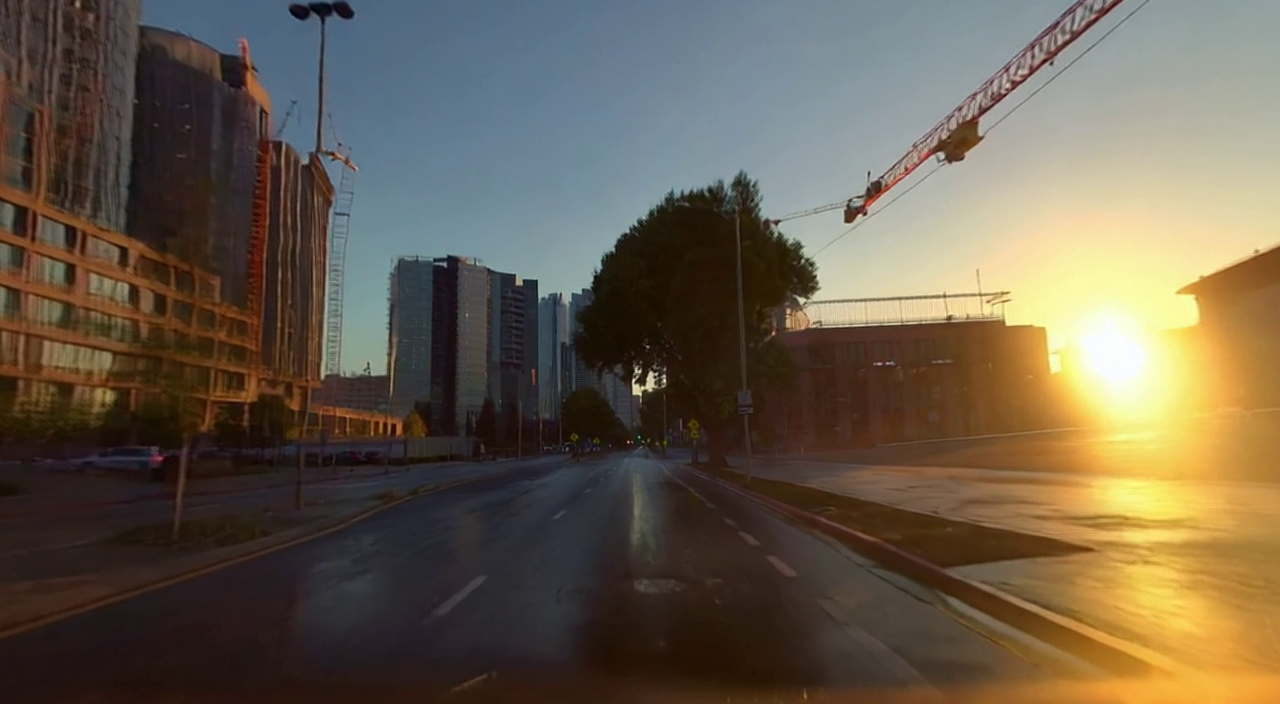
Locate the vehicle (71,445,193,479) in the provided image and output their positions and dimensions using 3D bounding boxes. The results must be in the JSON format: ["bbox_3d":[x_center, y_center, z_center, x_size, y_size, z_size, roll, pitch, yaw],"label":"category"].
[{"bbox_3d":[-25.385,5.497,31.597,4.308,1.612,1.989,0,-8,-2],"label":"vehicle"}]

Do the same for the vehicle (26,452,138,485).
[{"bbox_3d":[-25.556,5.336,28.929,3.463,1.389,1.707,-1,-9,0],"label":"vehicle"}]

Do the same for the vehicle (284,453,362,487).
[{"bbox_3d":[-17.119,6.380,34.273,1.921,1.541,4.541,-1,-8,0],"label":"vehicle"}]
